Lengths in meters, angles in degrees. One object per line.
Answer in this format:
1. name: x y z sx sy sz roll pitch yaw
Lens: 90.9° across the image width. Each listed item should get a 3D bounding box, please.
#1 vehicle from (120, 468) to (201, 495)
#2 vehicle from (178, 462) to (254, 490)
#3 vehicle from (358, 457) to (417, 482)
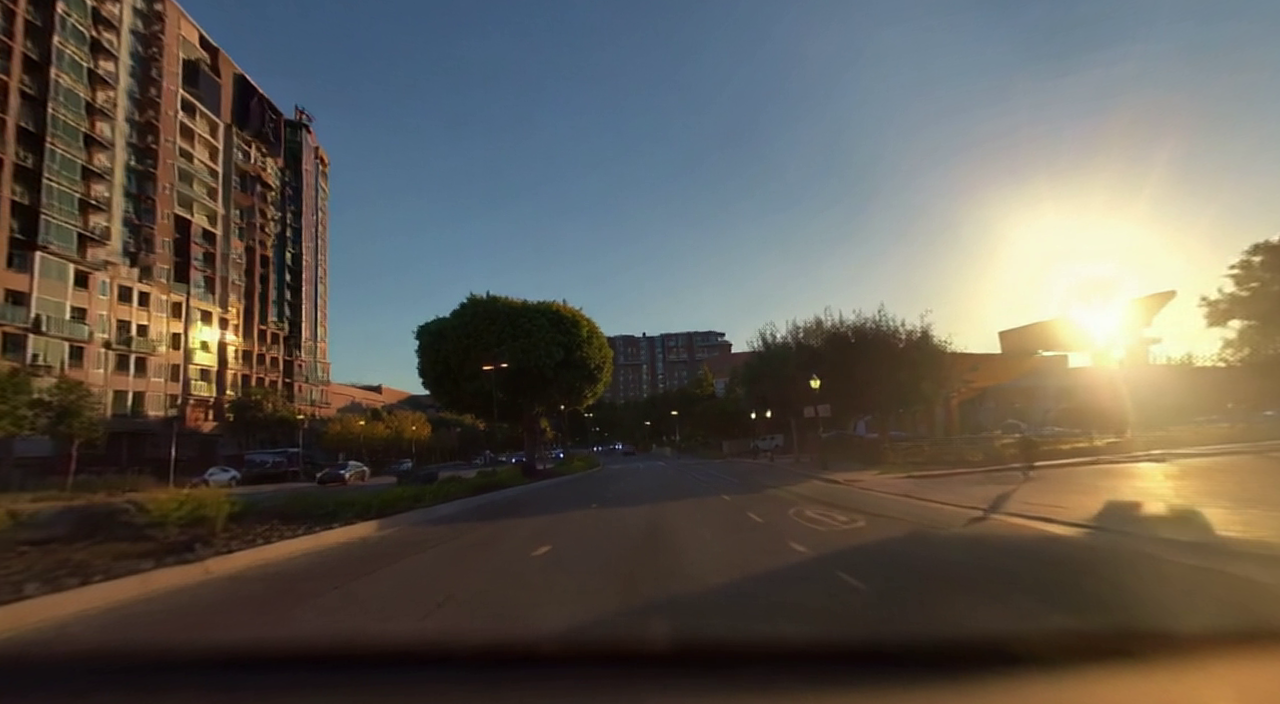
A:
1. vehicle: -31.129 8.406 41.095 1.799 1.473 4.490 0 -8 -1
2. vehicle: -31.091 9.067 46.381 2.073 1.772 4.793 -1 -8 3
3. vehicle: -17.120 7.974 42.962 1.878 1.492 4.648 -1 -8 4
